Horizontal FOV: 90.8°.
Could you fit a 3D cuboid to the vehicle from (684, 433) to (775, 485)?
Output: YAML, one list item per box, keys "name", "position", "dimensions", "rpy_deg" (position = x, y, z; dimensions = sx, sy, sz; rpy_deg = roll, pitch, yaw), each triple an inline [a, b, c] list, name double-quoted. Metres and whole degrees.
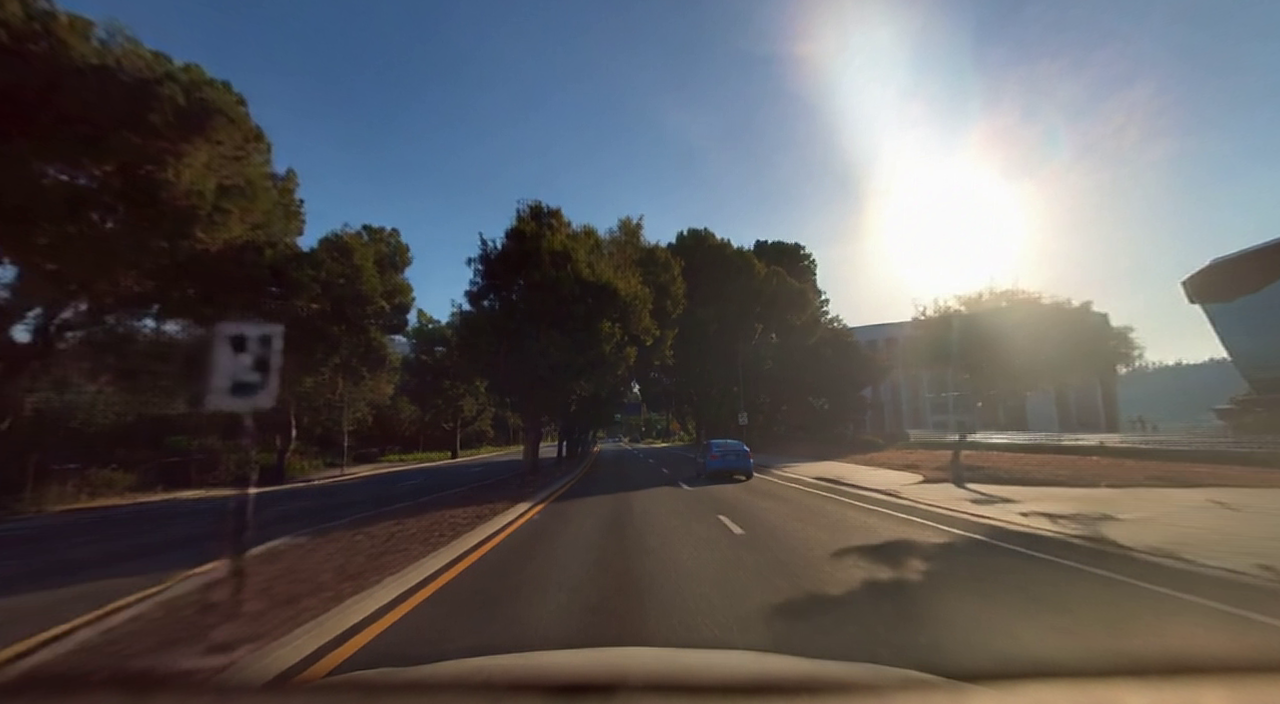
- name: "vehicle"
  position: [2.771, 3.456, 20.698]
  dimensions: [2.114, 1.493, 4.430]
  rpy_deg: [0, -8, -3]
